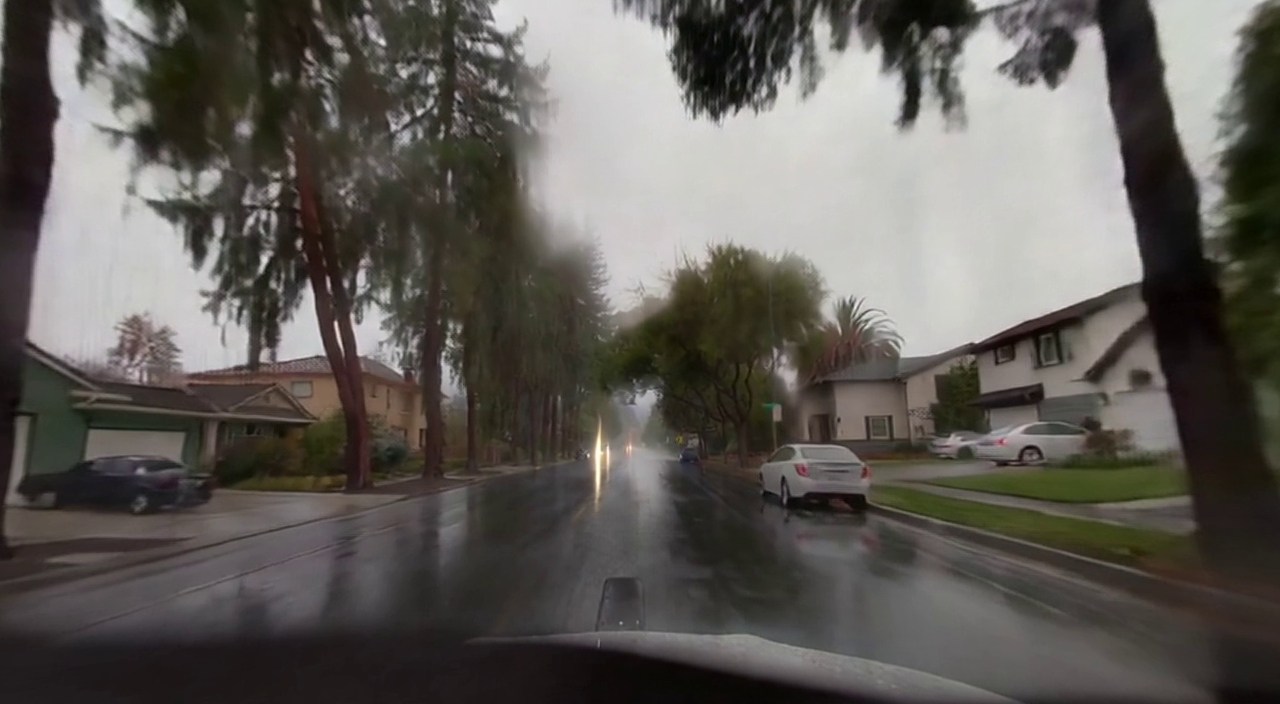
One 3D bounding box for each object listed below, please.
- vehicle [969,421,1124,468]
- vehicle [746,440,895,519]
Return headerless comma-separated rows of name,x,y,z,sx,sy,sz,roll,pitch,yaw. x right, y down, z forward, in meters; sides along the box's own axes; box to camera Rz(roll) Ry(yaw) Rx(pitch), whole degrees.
vehicle,15.400,3.533,24.116,4.505,1.667,2.018,0,-8,-2
vehicle,3.826,2.764,14.278,2.013,1.473,4.329,0,-8,-1
